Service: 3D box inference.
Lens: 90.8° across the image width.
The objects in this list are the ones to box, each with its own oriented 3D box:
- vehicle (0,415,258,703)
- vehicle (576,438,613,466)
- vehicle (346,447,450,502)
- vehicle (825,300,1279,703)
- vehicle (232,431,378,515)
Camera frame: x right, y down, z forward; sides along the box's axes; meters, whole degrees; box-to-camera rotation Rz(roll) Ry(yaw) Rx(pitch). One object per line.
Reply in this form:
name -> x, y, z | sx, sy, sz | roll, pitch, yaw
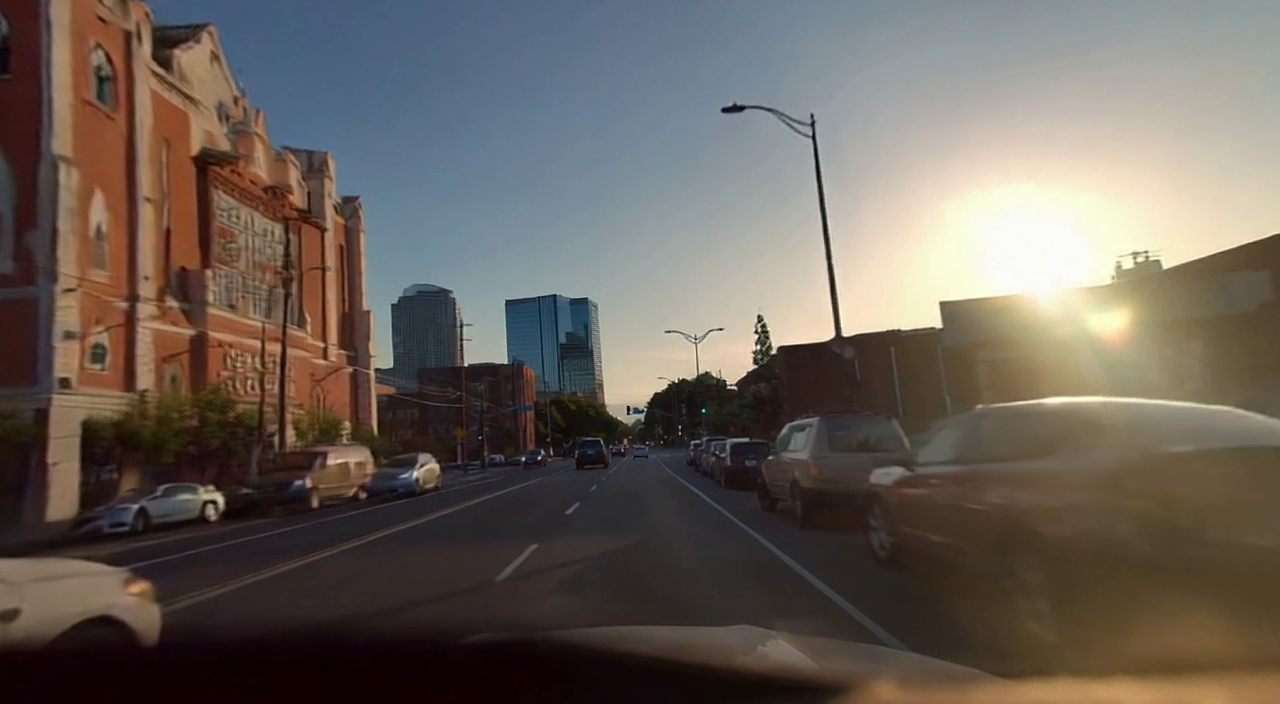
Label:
vehicle -> -3.270, 0.875, 1.276 | 2.089, 1.547, 4.635 | 0, -8, 0
vehicle -> -3.257, 7.296, 46.232 | 2.293, 1.936, 4.737 | -1, -8, 0
vehicle -> -8.962, 4.511, 23.871 | 2.078, 1.810, 4.568 | -1, -8, 0
vehicle -> 3.315, 1.112, 5.183 | 2.032, 1.918, 5.469 | 0, -8, 1
vehicle -> -12.296, 4.429, 23.844 | 2.410, 2.733, 5.630 | 0, -8, -1
